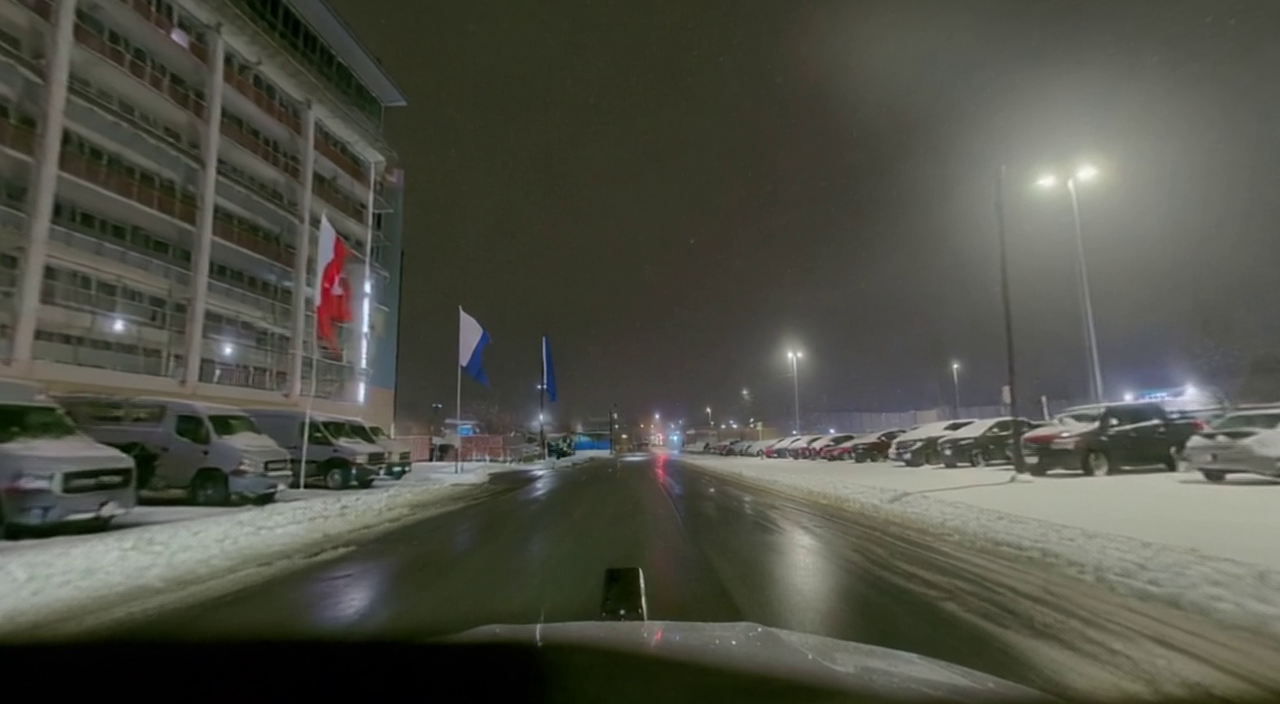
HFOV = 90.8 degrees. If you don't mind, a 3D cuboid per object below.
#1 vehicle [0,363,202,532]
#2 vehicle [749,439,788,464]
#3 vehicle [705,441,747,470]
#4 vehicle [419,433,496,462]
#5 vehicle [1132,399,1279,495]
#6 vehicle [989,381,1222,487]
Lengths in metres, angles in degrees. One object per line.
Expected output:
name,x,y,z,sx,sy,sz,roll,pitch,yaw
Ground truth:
vehicle,-11.091,1.650,11.054,5.105,2.621,2.225,-1,-8,1
vehicle,9.604,7.382,46.927,2.021,1.753,4.342,-4,-9,21
vehicle,5.285,6.440,39.549,2.026,1.659,4.314,0,-8,0
vehicle,-13.173,6.874,45.564,5.672,1.963,2.189,-6,-10,35
vehicle,11.902,1.846,12.396,4.027,1.598,1.943,4,-9,-28
vehicle,11.677,2.063,15.740,6.017,2.202,2.328,5,-10,-31
